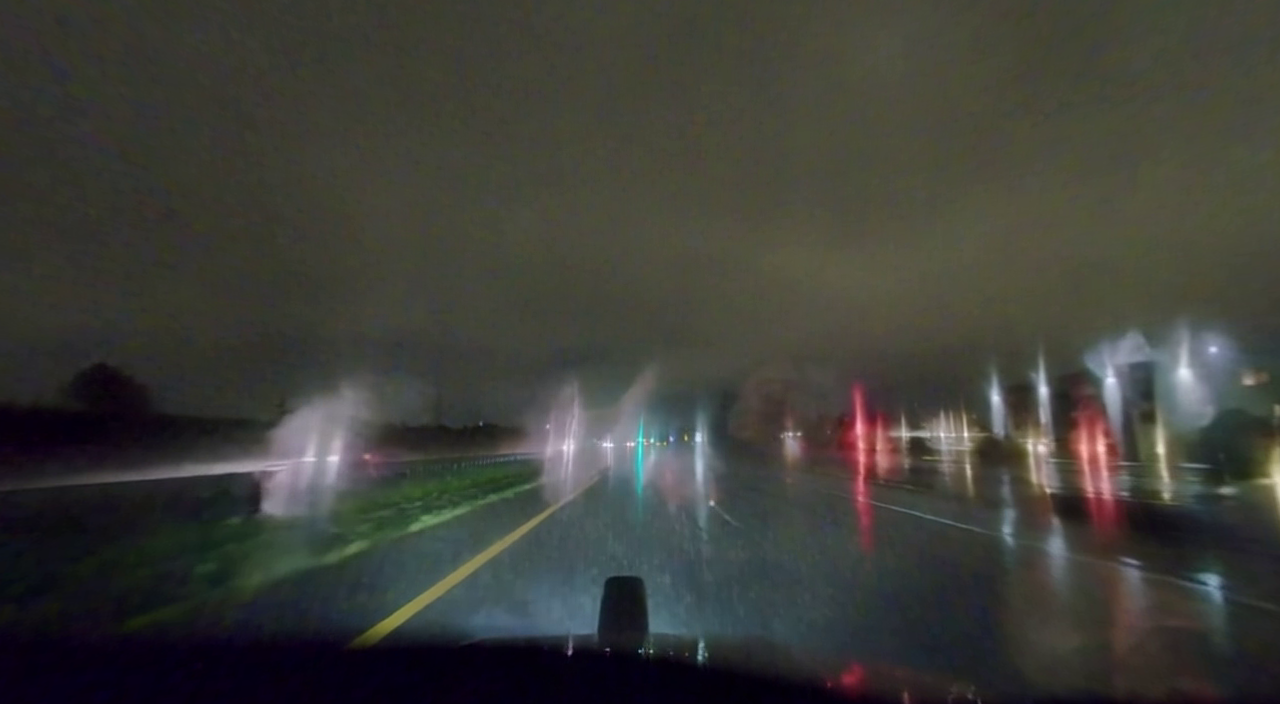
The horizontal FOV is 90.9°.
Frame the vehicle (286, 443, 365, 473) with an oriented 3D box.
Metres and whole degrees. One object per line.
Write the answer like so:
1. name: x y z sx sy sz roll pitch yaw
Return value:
1. vehicle: -17.061 5.740 34.469 1.941 1.514 4.359 0 -8 1
